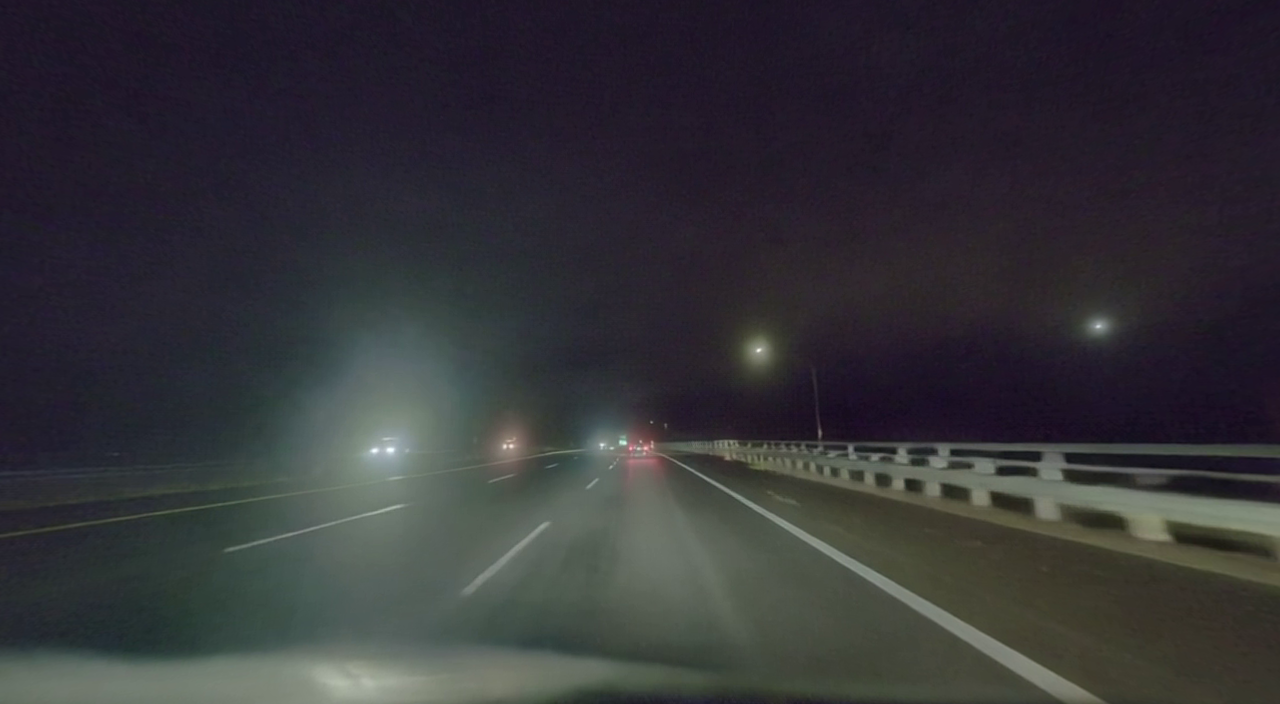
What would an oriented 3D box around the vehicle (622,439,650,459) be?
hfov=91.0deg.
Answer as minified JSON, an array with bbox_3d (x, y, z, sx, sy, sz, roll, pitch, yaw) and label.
[{"bbox_3d":[-0.318,7.621,49.557,2.083,1.524,4.251,0,-8,0],"label":"vehicle"}]
